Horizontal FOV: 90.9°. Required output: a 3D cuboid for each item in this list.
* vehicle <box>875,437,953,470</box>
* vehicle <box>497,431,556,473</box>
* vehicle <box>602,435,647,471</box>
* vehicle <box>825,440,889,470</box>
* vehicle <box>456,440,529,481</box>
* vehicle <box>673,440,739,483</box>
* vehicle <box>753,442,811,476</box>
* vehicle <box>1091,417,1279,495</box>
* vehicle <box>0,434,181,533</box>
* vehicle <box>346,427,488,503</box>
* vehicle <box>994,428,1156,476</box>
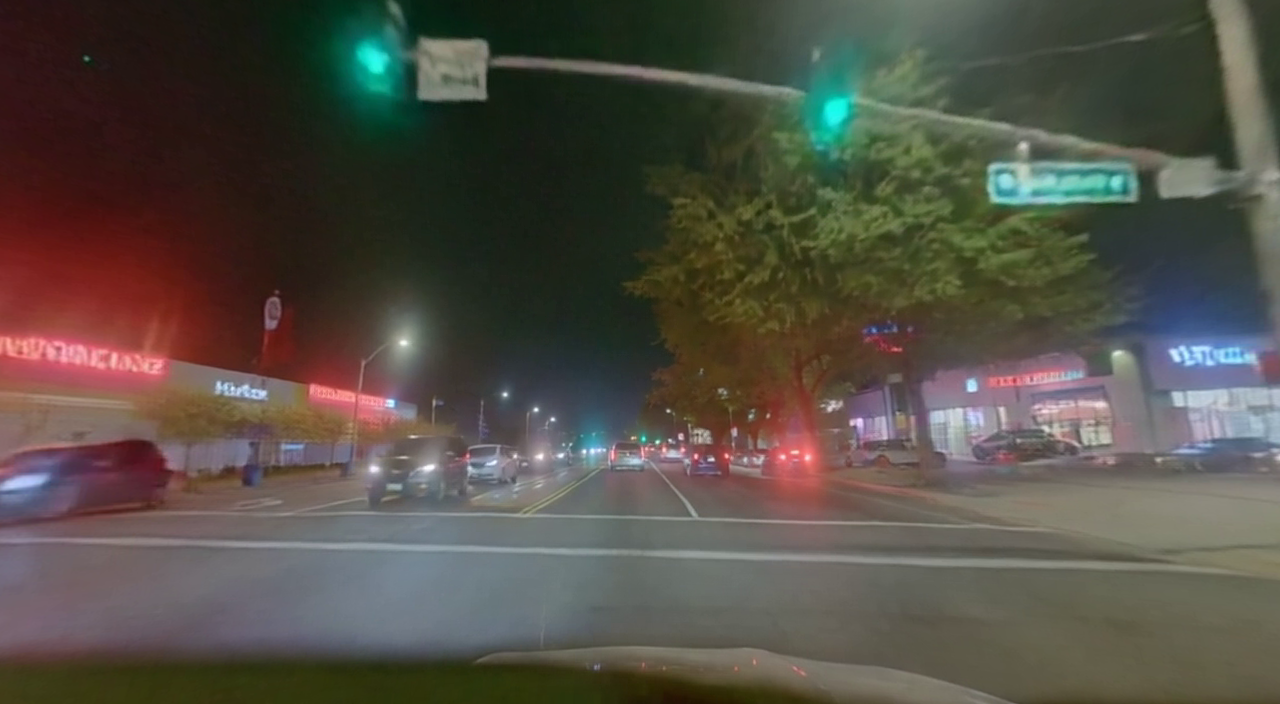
[{"bbox_3d":[15.179,5.607,35.259,2.007,1.642,5.001,-1,-8,-1],"label":"vehicle"},{"bbox_3d":[-5.817,5.161,32.976,2.240,1.945,5.114,-1,-7,-1],"label":"vehicle"},{"bbox_3d":[-0.815,5.550,34.705,2.301,1.837,4.411,0,-8,-1],"label":"vehicle"},{"bbox_3d":[12.088,5.747,35.481,2.058,1.493,4.612,-1,-8,2],"label":"vehicle"},{"bbox_3d":[-5.856,4.334,25.529,1.835,1.476,4.533,1,-8,0],"label":"vehicle"},{"bbox_3d":[2.481,4.236,24.694,2.046,1.540,3.883,0,-8,-2],"label":"vehicle"},{"bbox_3d":[7.290,5.519,32.846,1.914,1.587,4.548,0,-8,-1],"label":"vehicle"},{"bbox_3d":[14.772,2.511,15.617,5.473,1.792,2.167,0,-6,1],"label":"vehicle"},{"bbox_3d":[-12.628,2.691,13.548,2.106,1.779,4.467,0,-8,0],"label":"vehicle"},{"bbox_3d":[-5.876,2.997,17.351,2.242,1.740,4.659,-1,-7,0],"label":"vehicle"},{"bbox_3d":[16.394,3.788,23.952,4.572,1.660,2.091,-1,-9,-1],"label":"vehicle"}]
